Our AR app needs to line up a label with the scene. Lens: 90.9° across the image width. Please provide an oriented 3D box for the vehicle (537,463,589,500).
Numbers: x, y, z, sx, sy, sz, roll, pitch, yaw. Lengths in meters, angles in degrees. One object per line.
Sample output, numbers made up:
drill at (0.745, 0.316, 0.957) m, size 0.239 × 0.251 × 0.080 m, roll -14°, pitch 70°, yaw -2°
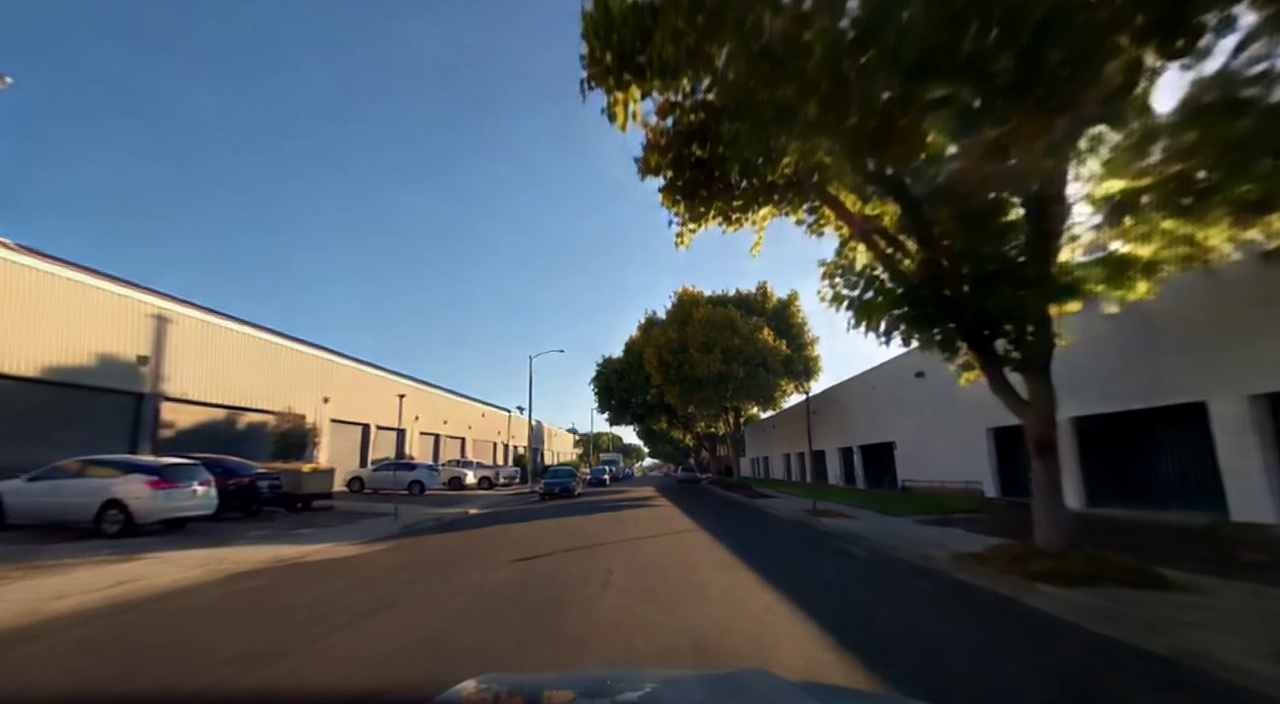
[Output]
vehicle at (-3.831, 6.528, 32.037) m, size 1.927 × 1.580 × 4.556 m, roll -2°, pitch -9°, yaw 2°
